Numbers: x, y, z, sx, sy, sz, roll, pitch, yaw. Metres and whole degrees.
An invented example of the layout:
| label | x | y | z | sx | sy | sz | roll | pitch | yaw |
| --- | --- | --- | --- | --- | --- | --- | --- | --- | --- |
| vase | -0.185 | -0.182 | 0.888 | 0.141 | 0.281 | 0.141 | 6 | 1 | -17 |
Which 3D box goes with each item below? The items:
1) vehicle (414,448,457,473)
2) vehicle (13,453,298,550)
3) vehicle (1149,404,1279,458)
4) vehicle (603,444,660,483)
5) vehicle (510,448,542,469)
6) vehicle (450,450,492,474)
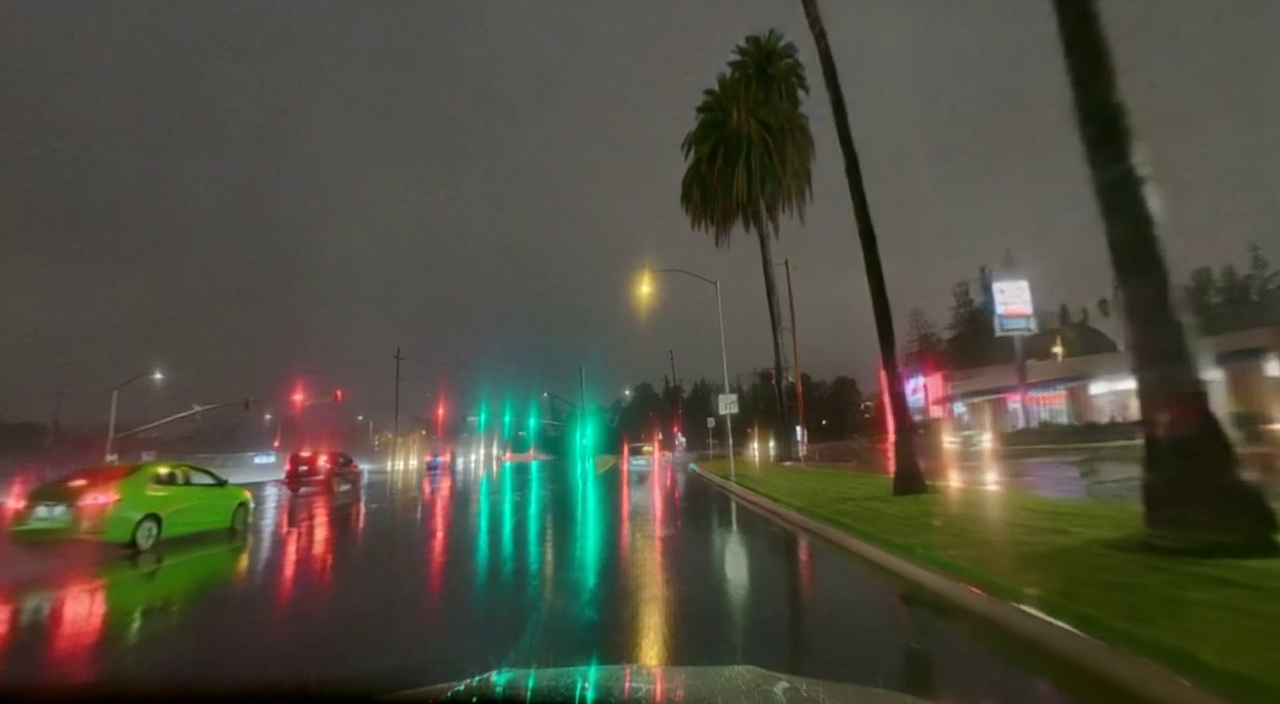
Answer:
| label | x | y | z | sx | sy | sz | roll | pitch | yaw |
| --- | --- | --- | --- | --- | --- | --- | --- | --- | --- |
| vehicle | -15.034 | 7.991 | 46.722 | 2.020 | 1.709 | 4.343 | 1 | -9 | -5 |
| vehicle | -8.763 | 2.686 | 12.110 | 1.958 | 1.455 | 4.504 | 0 | -9 | -2 |
| vehicle | 18.177 | 2.396 | 18.736 | 1.882 | 1.463 | 4.550 | 1 | -9 | -10 |
| vehicle | -0.262 | 4.663 | 26.719 | 2.070 | 1.493 | 4.570 | -1 | -9 | 3 |
| vehicle | -8.755 | 8.188 | 48.861 | 1.912 | 1.487 | 4.471 | 0 | -9 | -4 |
| vehicle | -11.301 | 7.354 | 42.493 | 1.905 | 1.482 | 4.463 | 1 | -9 | -5 |
